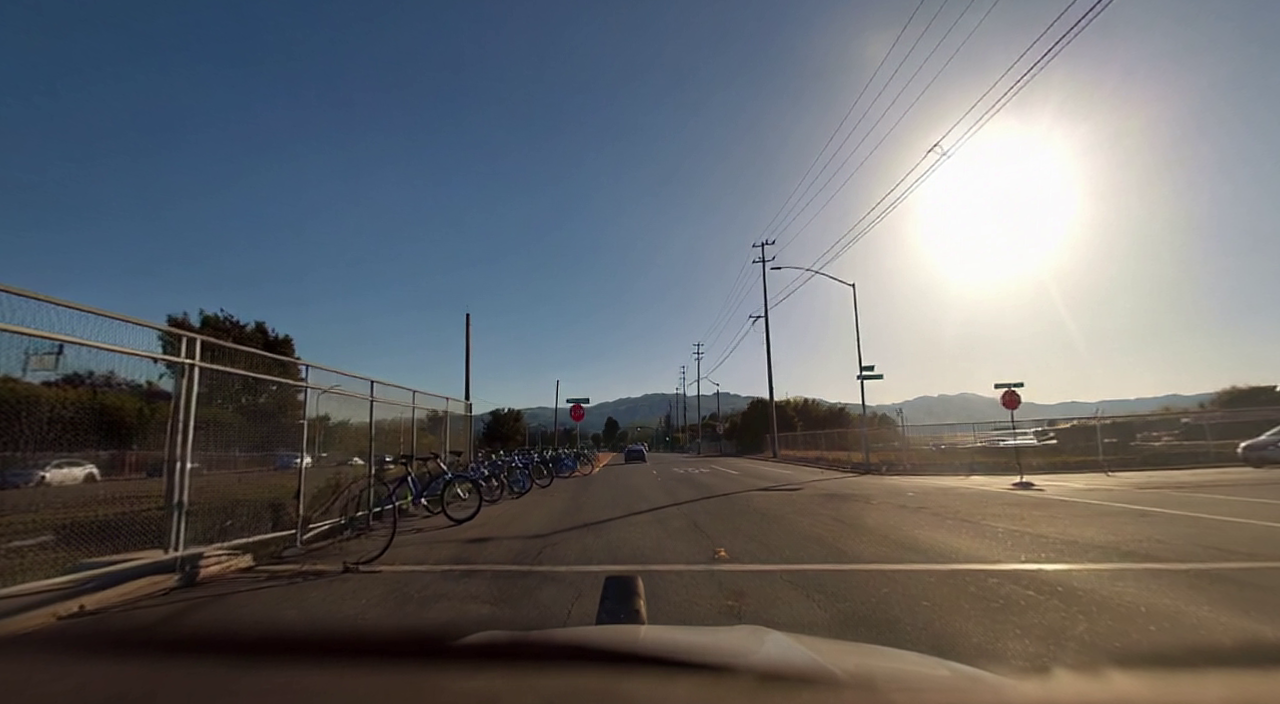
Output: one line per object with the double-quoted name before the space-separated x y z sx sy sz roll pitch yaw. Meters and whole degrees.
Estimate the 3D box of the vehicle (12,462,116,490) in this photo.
"vehicle" -34.103 7.343 37.468 4.210 1.528 1.932 0 -9 0

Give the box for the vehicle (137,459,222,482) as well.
"vehicle" -33.654 8.641 46.271 4.569 1.558 1.903 1 -9 -5
